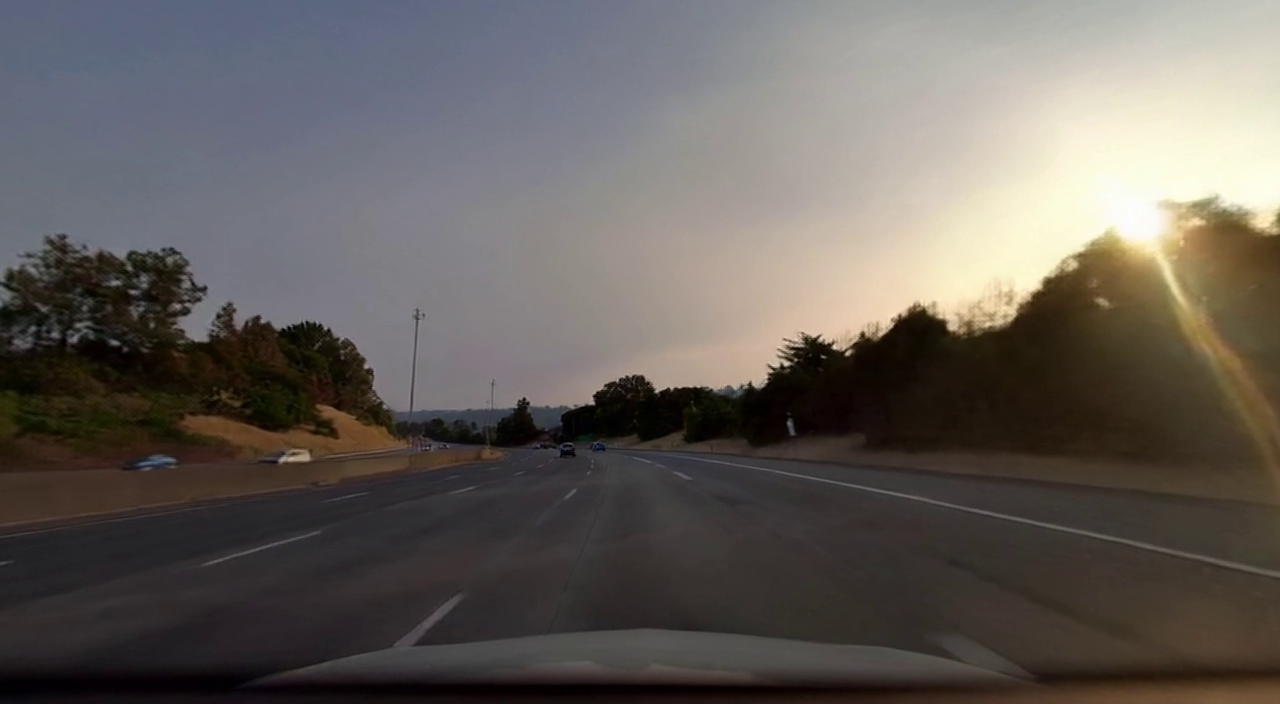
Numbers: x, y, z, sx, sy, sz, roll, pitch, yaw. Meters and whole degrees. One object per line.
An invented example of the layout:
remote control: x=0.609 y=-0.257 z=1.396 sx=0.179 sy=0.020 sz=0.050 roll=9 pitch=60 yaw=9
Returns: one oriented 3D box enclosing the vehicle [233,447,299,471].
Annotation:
vehicle: x=-27.972 y=8.008 z=47.414 sx=2.049 sy=1.641 sz=5.301 roll=0 pitch=-8 yaw=-5
